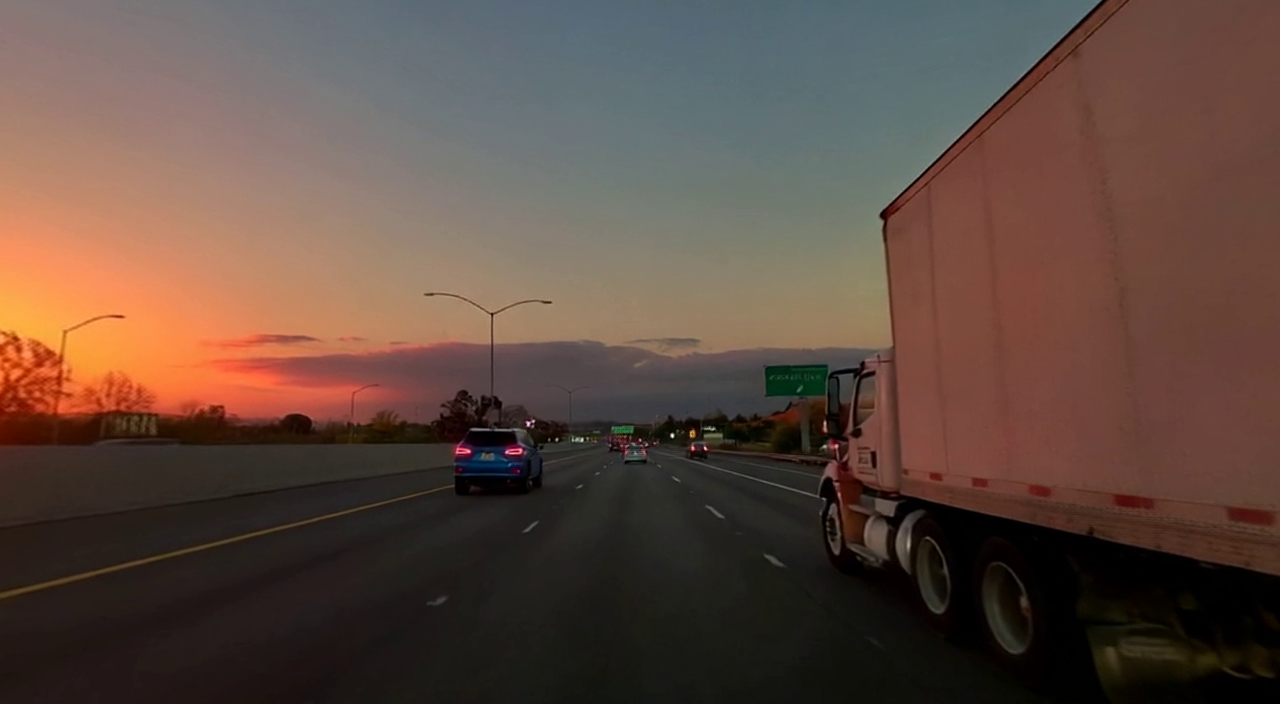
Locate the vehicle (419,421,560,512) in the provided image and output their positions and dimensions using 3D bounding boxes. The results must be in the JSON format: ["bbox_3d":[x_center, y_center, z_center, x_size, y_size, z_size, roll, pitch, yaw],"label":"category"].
[{"bbox_3d":[-3.327,2.659,15.112,2.229,1.806,4.698,0,-8,0],"label":"vehicle"}]

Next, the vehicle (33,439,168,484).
[{"bbox_3d":[-20.124,4.074,23.800,1.718,1.506,3.774,-2,-8,0],"label":"vehicle"}]

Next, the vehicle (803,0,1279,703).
[{"bbox_3d":[3.370,-0.003,1.670,2.934,3.325,10.986,0,-8,0],"label":"vehicle"}]

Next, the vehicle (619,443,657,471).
[{"bbox_3d":[-0.152,5.635,34.149,1.929,1.395,3.999,0,-8,-1],"label":"vehicle"}]
